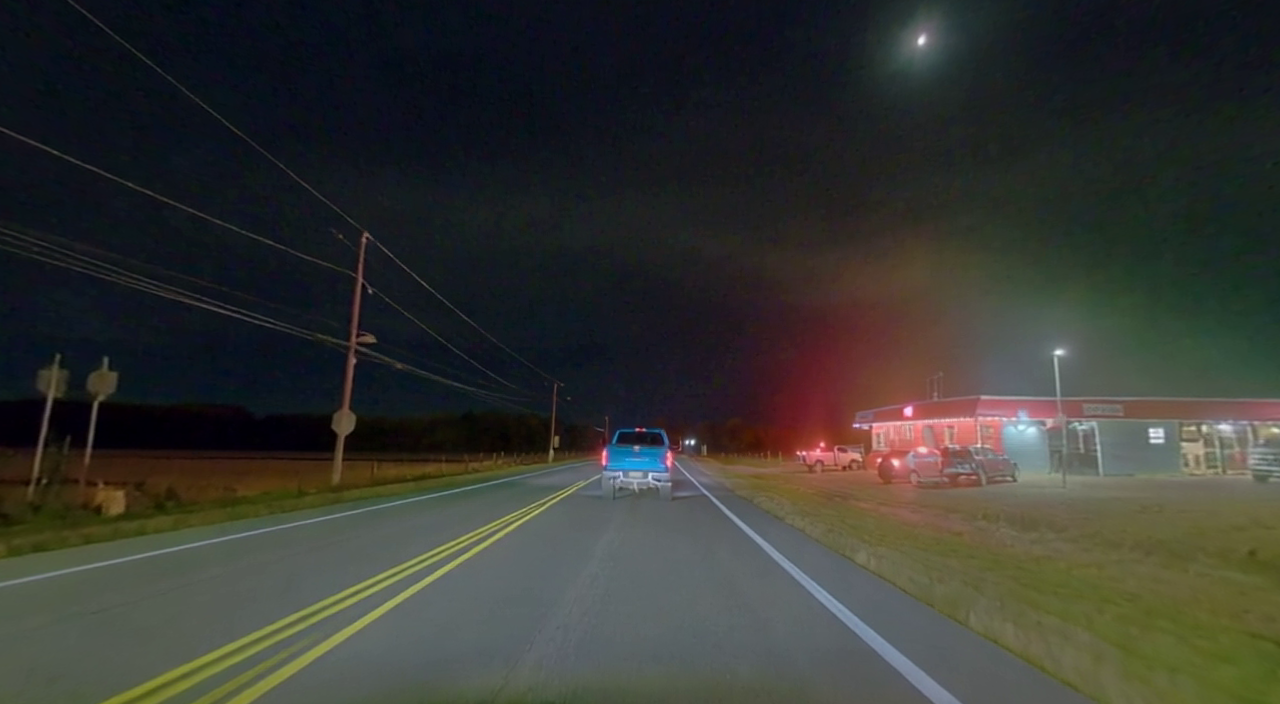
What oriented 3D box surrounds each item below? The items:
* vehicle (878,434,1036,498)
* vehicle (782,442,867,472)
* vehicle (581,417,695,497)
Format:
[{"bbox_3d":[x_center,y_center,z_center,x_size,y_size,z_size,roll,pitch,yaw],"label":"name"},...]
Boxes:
[{"bbox_3d":[11.502,4.032,22.797,5.776,1.936,2.535,6,-8,-33],"label":"vehicle"},{"bbox_3d":[11.632,6.555,39.685,5.304,1.754,2.340,6,-10,-37],"label":"vehicle"},{"bbox_3d":[-0.001,3.253,20.011,2.921,2.031,7.416,0,-8,1],"label":"vehicle"}]
